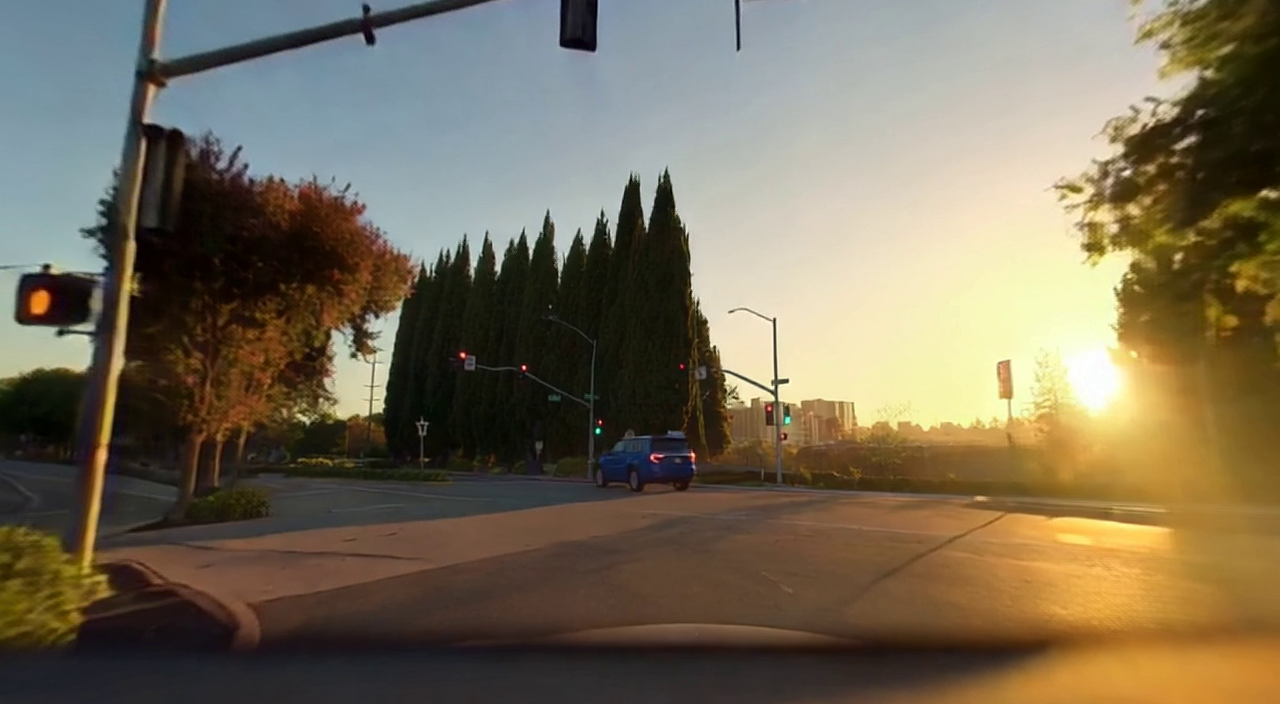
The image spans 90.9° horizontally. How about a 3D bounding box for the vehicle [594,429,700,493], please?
[{"bbox_3d":[0.054,3.464,20.456,2.284,1.788,4.871,2,-9,-14],"label":"vehicle"}]
